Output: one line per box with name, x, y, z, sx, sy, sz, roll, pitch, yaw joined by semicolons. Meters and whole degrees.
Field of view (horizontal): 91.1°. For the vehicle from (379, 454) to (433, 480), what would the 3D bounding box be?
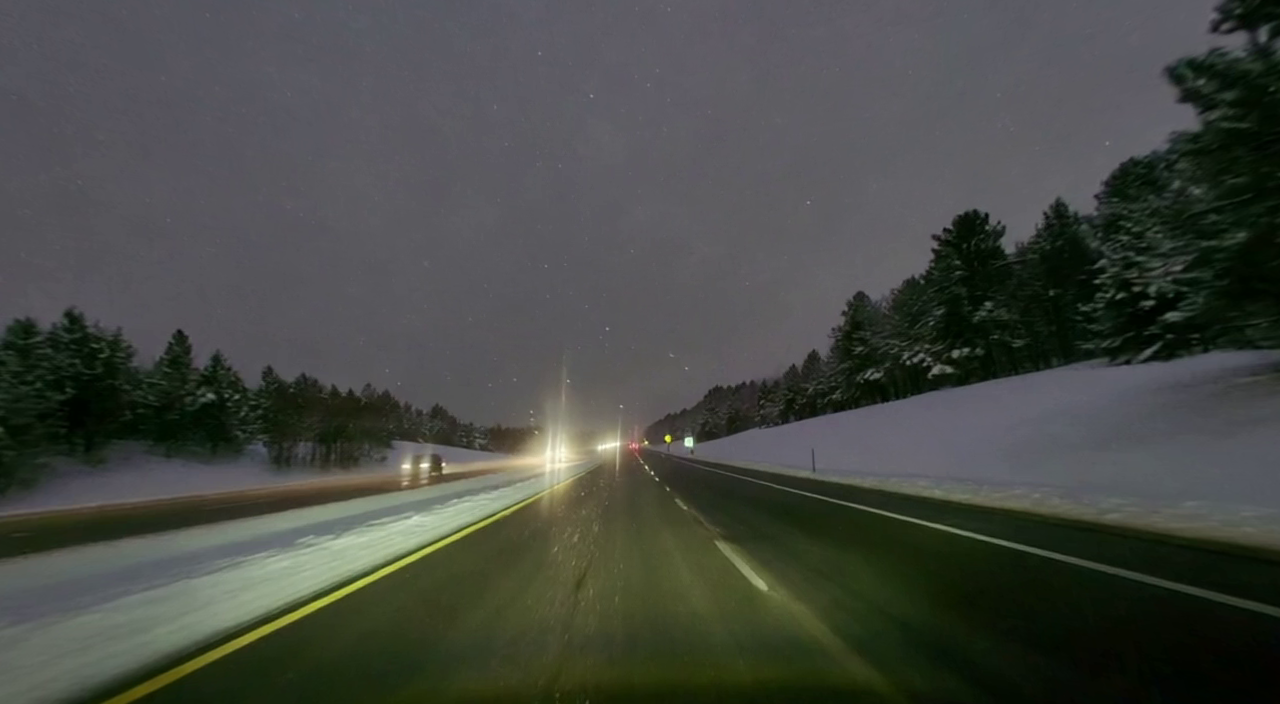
vehicle;-14.655;7.198;39.579;1.847;1.466;4.029;0;-9;-1
